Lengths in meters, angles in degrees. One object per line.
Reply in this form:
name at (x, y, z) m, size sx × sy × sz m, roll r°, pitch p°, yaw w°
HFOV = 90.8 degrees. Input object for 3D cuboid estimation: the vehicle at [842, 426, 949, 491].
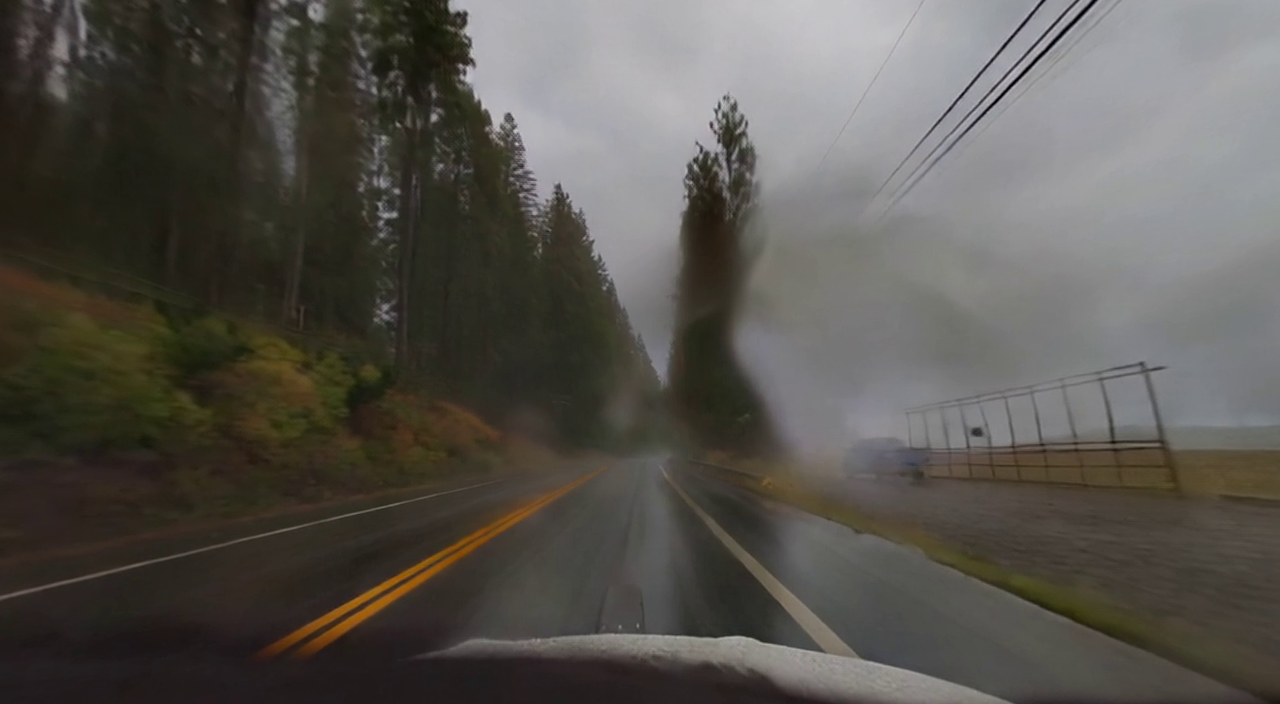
vehicle at (12.158, 5.088, 30.785) m, size 2.986 × 2.613 × 6.442 m, roll -5°, pitch -8°, yaw 6°

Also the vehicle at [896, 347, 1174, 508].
vehicle at (14.748, 3.479, 26.921) m, size 3.172 × 4.493 × 18.371 m, roll -2°, pitch -9°, yaw 10°
